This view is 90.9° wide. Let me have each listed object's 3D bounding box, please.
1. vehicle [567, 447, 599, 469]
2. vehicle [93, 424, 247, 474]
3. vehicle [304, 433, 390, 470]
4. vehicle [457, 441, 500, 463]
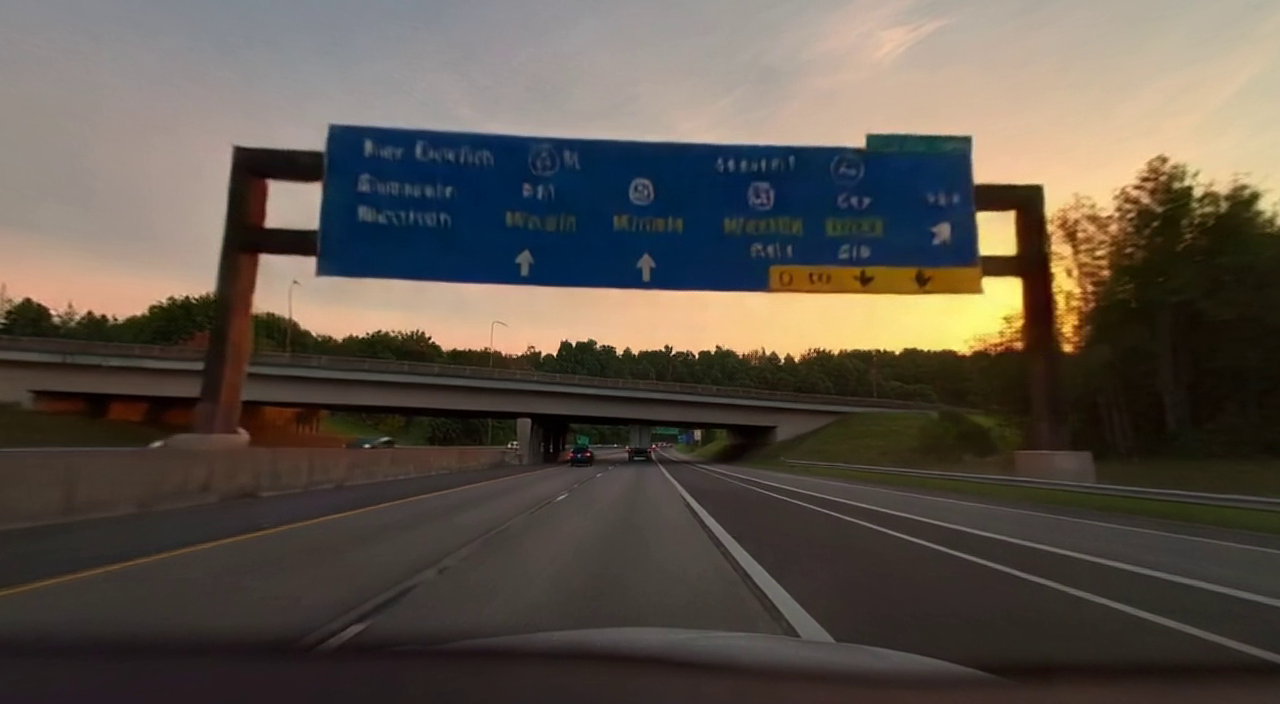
[{"bbox_3d":[-4.246,7.930,47.370,2.042,1.526,4.516,0,-9,0],"label":"vehicle"},{"bbox_3d":[-16.006,3.364,21.820,1.936,1.518,4.340,0,-9,1],"label":"vehicle"},{"bbox_3d":[-12.661,4.353,27.520,1.812,1.478,3.974,0,-9,0],"label":"vehicle"},{"bbox_3d":[-11.891,7.423,46.804,1.936,1.515,4.769,0,-9,0],"label":"vehicle"}]
